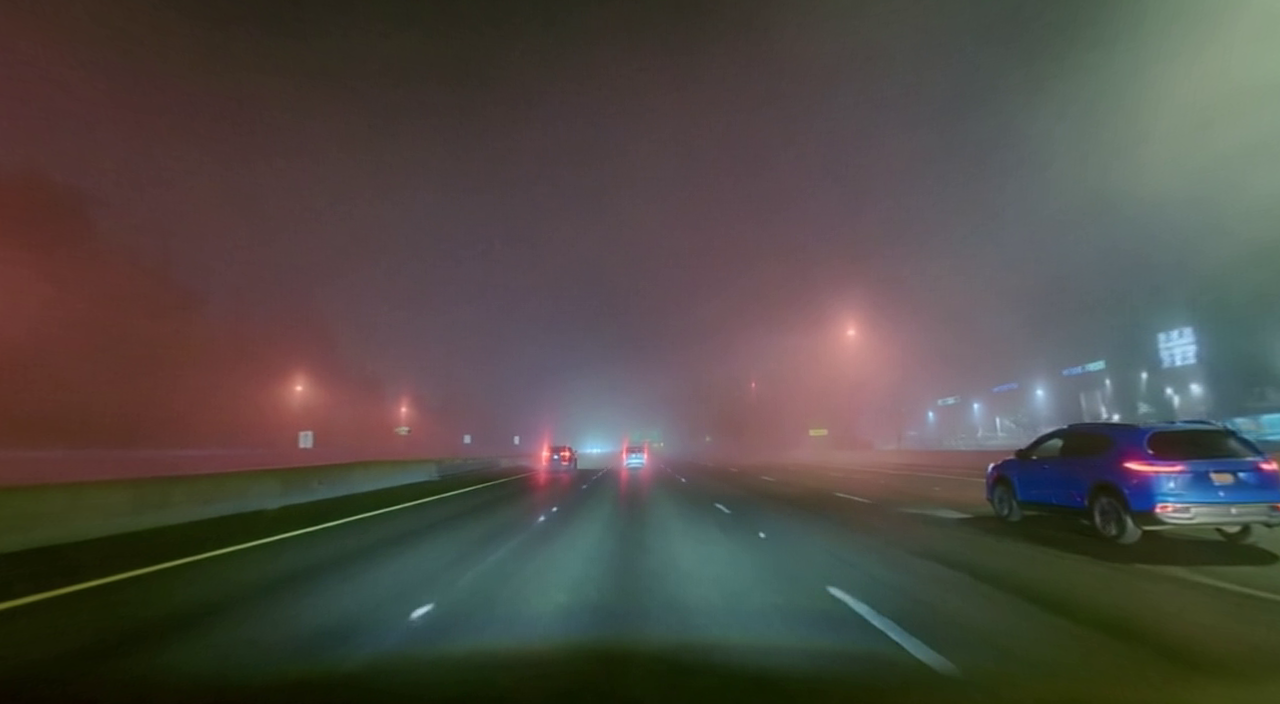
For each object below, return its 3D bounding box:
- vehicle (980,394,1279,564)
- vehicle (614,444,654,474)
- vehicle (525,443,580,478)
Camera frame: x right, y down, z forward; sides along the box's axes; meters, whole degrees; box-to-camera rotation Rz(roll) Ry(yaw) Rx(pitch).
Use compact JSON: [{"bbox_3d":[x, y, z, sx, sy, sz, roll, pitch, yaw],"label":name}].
[{"bbox_3d":[7.322,1.704,9.177,2.028,1.801,4.741,0,-9,-1],"label":"vehicle"},{"bbox_3d":[-0.353,5.638,33.504,1.997,1.485,4.094,0,-9,-1],"label":"vehicle"},{"bbox_3d":[-3.942,5.000,29.348,1.886,1.465,4.625,0,-9,0],"label":"vehicle"}]
